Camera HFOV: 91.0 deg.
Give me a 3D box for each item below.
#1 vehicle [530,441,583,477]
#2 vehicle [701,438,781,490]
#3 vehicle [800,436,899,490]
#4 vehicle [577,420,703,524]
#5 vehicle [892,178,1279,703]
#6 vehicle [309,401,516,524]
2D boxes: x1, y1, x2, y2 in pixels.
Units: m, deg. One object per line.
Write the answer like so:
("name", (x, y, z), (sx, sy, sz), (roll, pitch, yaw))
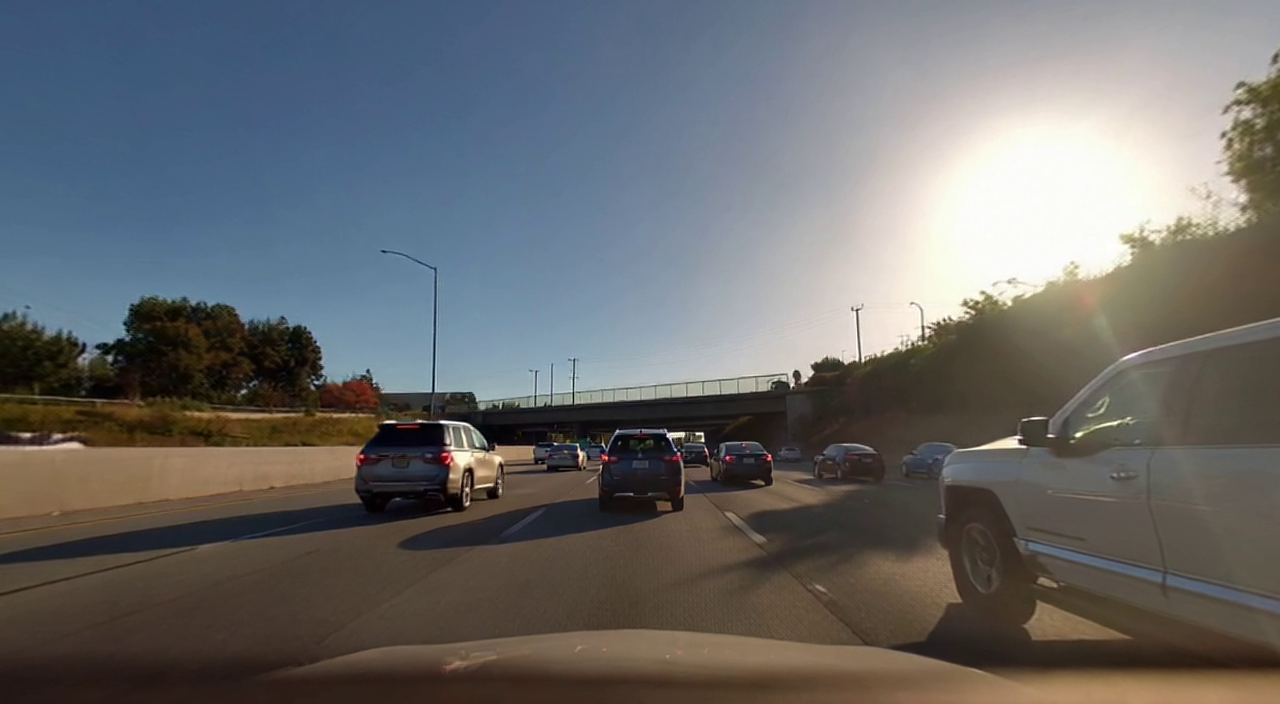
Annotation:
("vehicle", (-4.097, 5.327, 31.606), (1.982, 1.655, 4.604), (0, -9, 1))
("vehicle", (3.470, 3.951, 22.556), (2.022, 1.633, 4.651), (1, -9, -1))
("vehicle", (7.582, 4.057, 23.360), (2.054, 1.769, 4.693), (1, -9, 0))
("vehicle", (0.012, 2.390, 13.005), (2.181, 1.756, 4.167), (0, -9, 0))
("vehicle", (3.463, 0.631, 3.036), (2.300, 2.242, 5.327), (0, -9, 0))
("vehicle", (-4.549, 2.367, 13.993), (2.212, 2.101, 6.052), (0, -9, 1))
